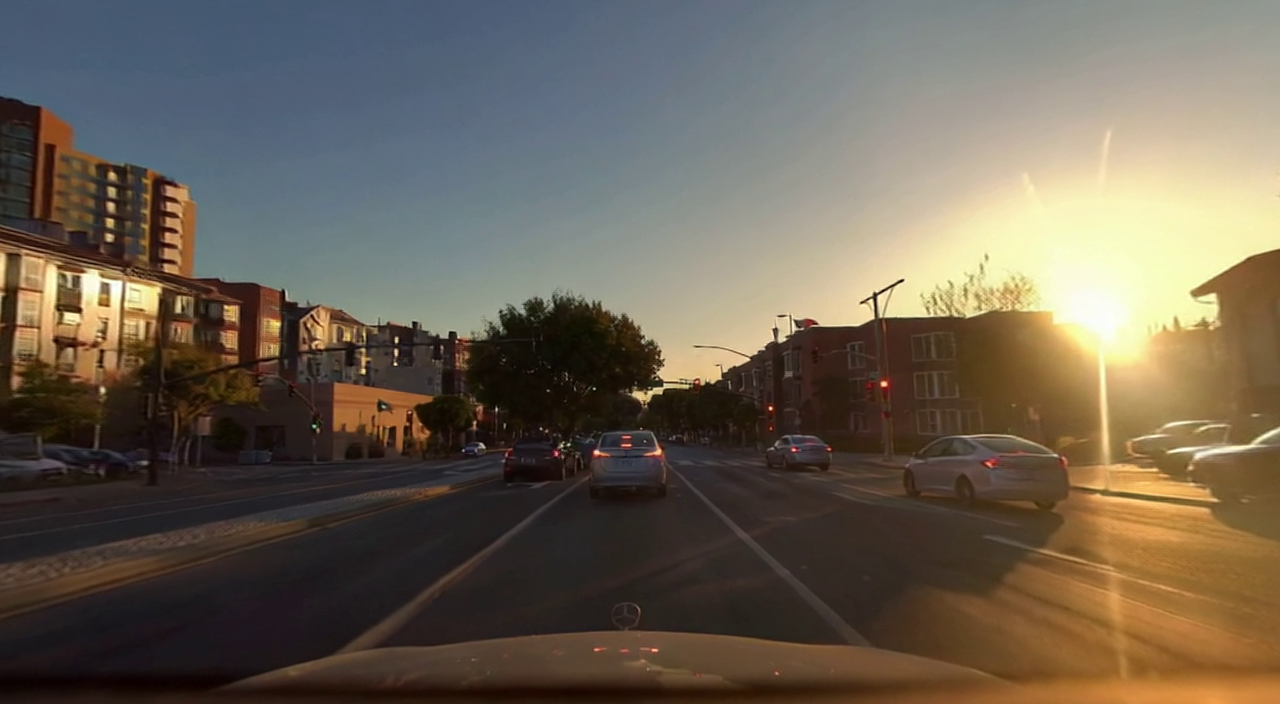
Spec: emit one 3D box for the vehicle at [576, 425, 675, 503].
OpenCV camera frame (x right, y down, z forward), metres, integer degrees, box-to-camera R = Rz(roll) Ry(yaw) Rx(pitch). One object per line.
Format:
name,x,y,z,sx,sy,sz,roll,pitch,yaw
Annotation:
vehicle,-0.299,2.605,15.031,2.032,1.593,3.896,0,-9,0

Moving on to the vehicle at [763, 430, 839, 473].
vehicle,6.513,4.108,26.105,1.963,1.611,4.359,0,-9,-1

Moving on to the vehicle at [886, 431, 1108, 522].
vehicle,6.453,2.281,12.095,1.768,1.417,4.213,0,-9,0
